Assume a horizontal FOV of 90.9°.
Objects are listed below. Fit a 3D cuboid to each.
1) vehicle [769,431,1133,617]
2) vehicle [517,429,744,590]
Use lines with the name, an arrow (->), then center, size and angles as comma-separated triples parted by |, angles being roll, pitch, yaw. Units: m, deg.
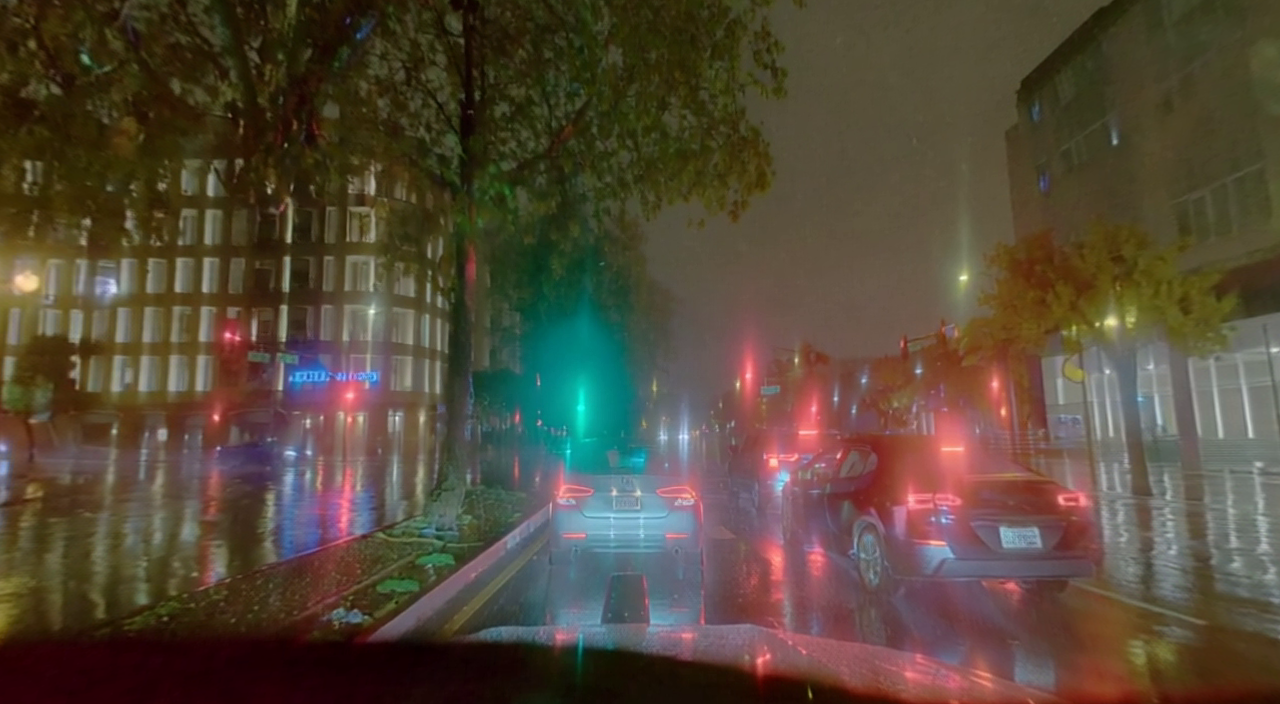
vehicle -> 2.909, 1.680, 7.182 | 1.893, 1.446, 4.270 | 0, -8, -1
vehicle -> -0.103, 1.761, 7.942 | 2.087, 1.456, 4.143 | 0, -8, -1
